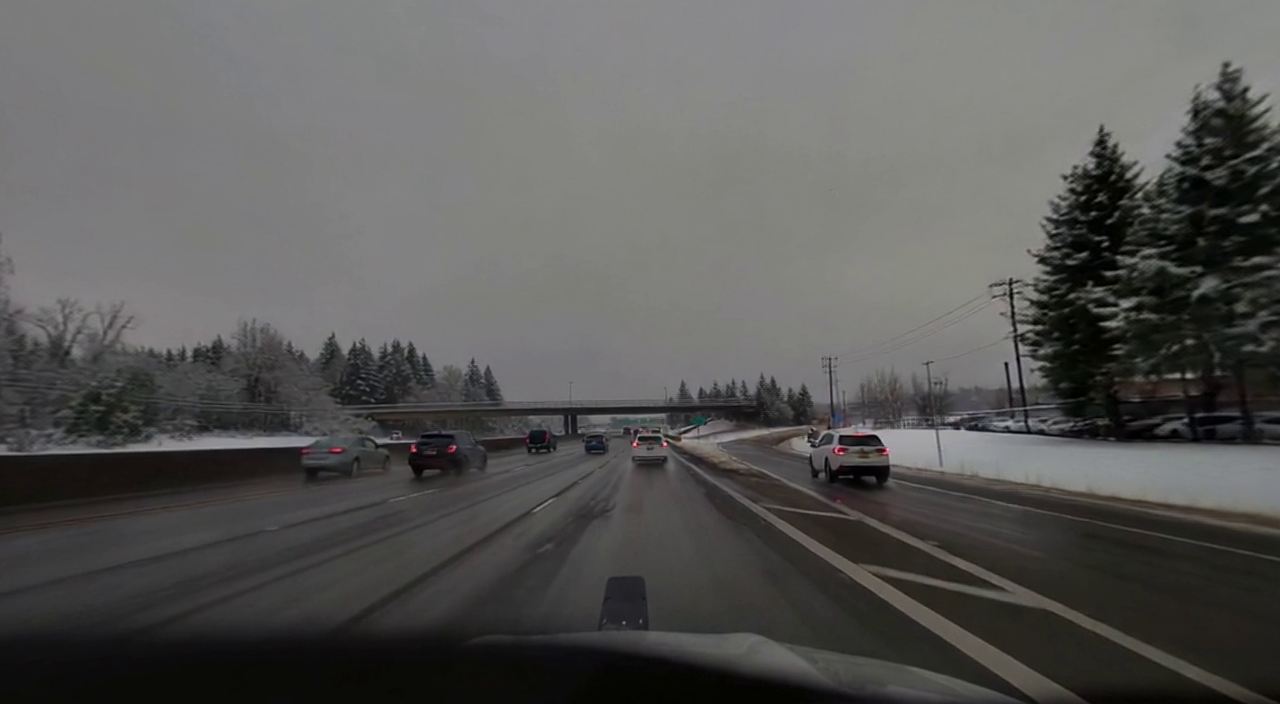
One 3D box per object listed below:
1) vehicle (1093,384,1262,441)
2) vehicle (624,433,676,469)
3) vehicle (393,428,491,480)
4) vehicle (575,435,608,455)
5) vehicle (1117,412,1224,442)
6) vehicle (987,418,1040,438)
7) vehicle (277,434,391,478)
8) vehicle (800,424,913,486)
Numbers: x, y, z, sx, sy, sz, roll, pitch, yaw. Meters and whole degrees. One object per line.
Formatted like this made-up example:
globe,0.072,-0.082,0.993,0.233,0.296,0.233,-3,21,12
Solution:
vehicle,35.589,4.058,42.113,7.901,3.250,2.763,-5,-7,14
vehicle,0.424,4.439,28.400,2.145,1.493,4.146,0,-9,0
vehicle,-7.045,3.683,22.987,2.067,1.682,4.388,0,-9,1
vehicle,-3.498,6.855,46.510,2.056,1.405,4.273,0,-8,1
vehicle,27.151,3.924,32.523,1.835,1.438,4.615,-1,-9,5
vehicle,29.049,5.995,49.221,1.797,1.435,4.566,-1,-9,6
vehicle,-11.315,3.876,23.762,1.858,1.491,4.734,0,-9,0
vehicle,6.541,3.172,19.683,2.095,1.674,4.530,0,-9,3
